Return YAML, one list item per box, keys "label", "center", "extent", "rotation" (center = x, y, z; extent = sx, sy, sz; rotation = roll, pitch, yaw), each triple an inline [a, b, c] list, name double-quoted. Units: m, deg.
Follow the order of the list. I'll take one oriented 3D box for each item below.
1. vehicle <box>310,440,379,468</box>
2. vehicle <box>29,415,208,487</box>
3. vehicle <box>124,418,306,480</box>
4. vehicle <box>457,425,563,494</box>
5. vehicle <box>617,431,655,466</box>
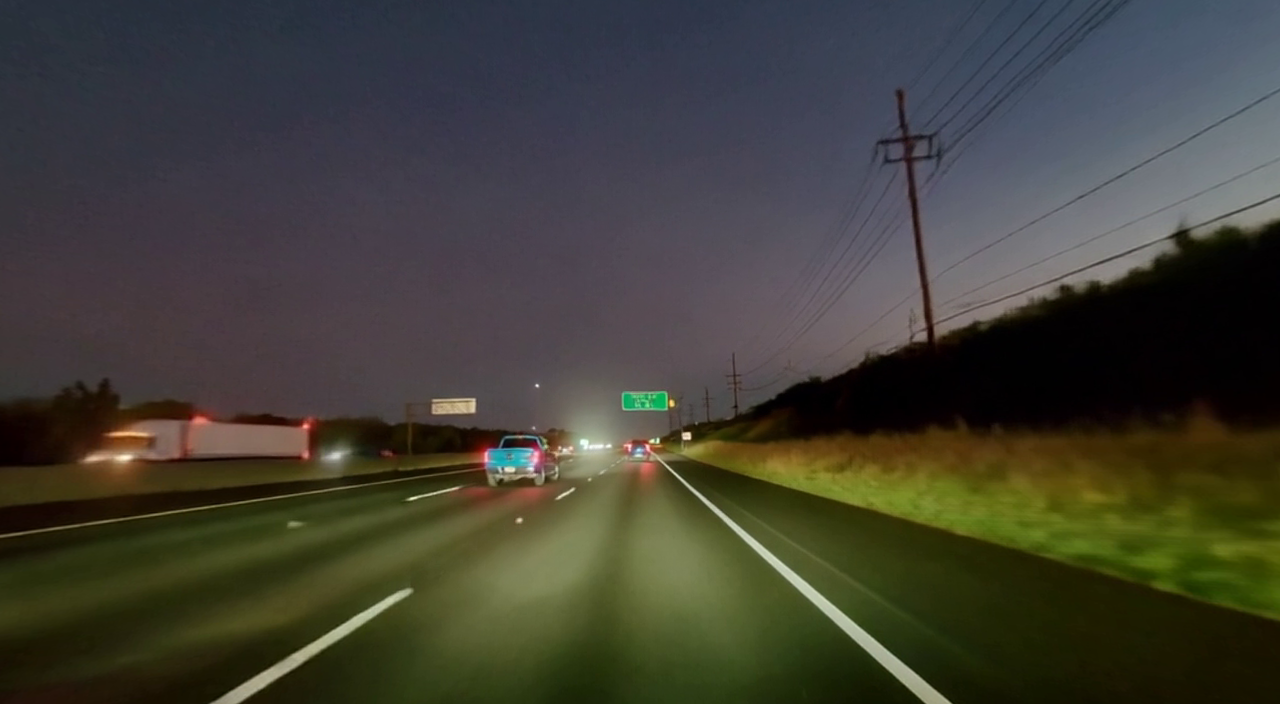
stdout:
- label: "vehicle"
  center: [-17.332, 6.000, 37.307]
  extent: [1.939, 1.491, 4.501]
  rotation: [-1, -9, 0]
- label: "vehicle"
  center: [-28.424, 5.463, 35.108]
  extent: [2.989, 3.464, 8.035]
  rotation: [0, -9, 0]
- label: "vehicle"
  center: [-28.479, 6.718, 43.892]
  extent: [2.822, 3.547, 14.494]
  rotation: [0, -9, -1]
- label: "vehicle"
  center: [-3.807, 3.279, 19.599]
  extent: [2.204, 1.812, 5.289]
  rotation: [0, -9, 0]
- label: "vehicle"
  center: [-0.269, 6.344, 41.571]
  extent: [2.358, 2.144, 4.713]
  rotation: [0, -9, -1]
